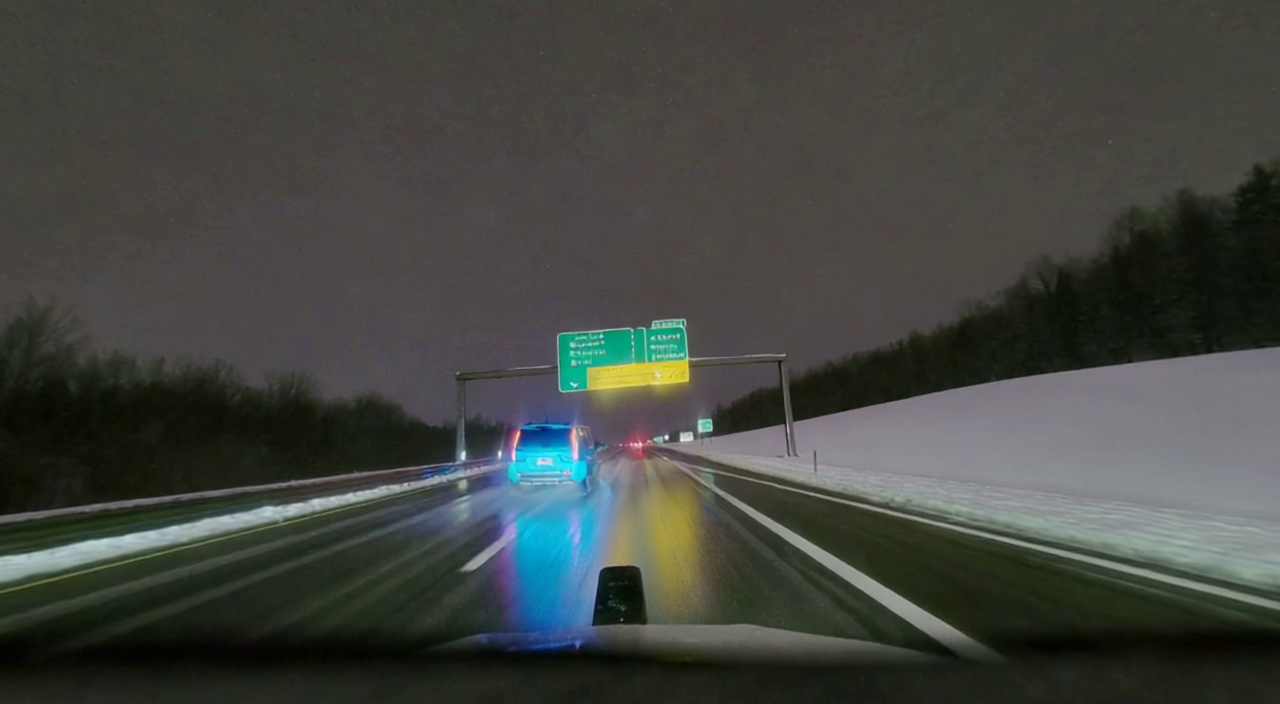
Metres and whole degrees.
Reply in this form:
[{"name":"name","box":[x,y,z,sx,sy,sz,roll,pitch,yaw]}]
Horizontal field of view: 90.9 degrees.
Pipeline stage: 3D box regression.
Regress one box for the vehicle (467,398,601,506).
[{"name":"vehicle","box":[-2.291,2.364,15.247,2.248,2.154,4.892,0,-8,2]}]
